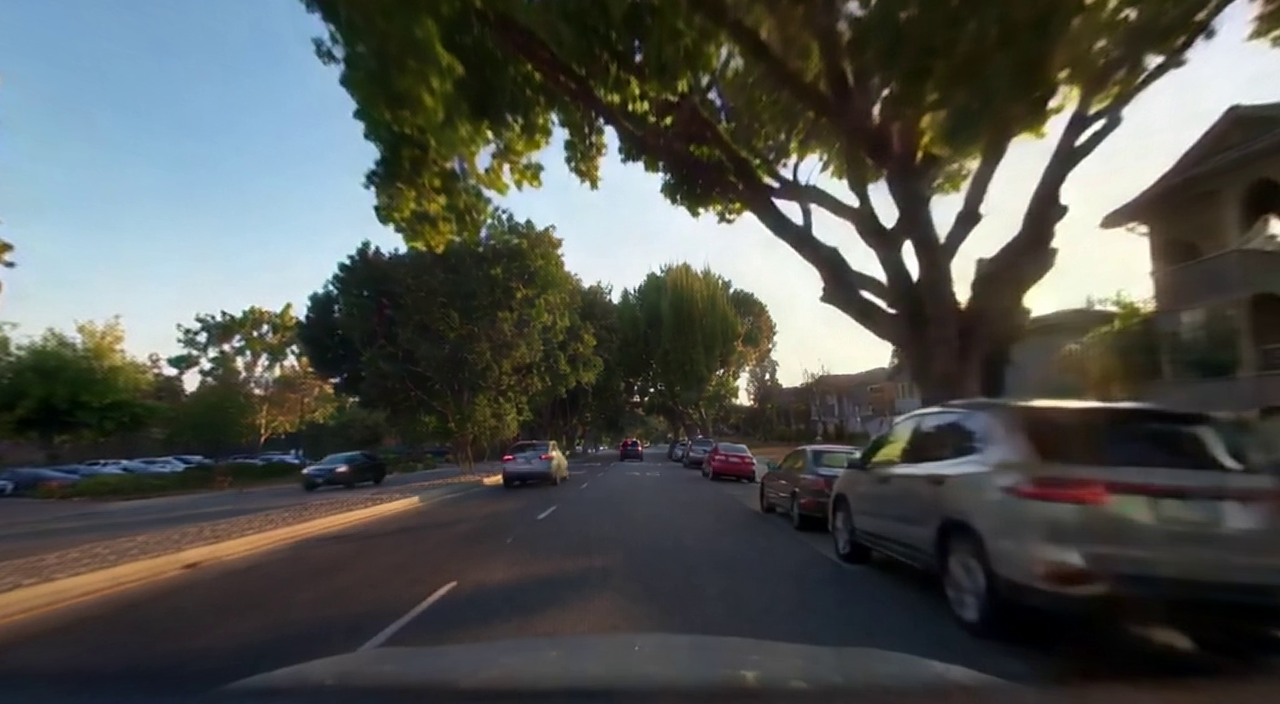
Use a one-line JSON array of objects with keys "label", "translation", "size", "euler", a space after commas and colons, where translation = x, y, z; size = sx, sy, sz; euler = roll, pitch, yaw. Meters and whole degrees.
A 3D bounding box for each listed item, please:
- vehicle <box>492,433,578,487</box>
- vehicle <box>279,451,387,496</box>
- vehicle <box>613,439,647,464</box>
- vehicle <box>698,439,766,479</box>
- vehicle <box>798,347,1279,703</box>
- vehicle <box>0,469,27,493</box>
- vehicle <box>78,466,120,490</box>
[{"label": "vehicle", "translation": [-3.520, 3.725, 22.163], "size": [2.129, 1.668, 4.722], "euler": [0, -8, 1]}, {"label": "vehicle", "translation": [-11.826, 4.674, 24.686], "size": [2.167, 1.497, 4.256], "euler": [0, -8, -2]}, {"label": "vehicle", "translation": [-0.618, 6.559, 41.885], "size": [2.142, 1.548, 4.273], "euler": [0, -8, 0]}, {"label": "vehicle", "translation": [3.641, 4.329, 25.912], "size": [2.019, 1.495, 4.755], "euler": [0, -8, -1]}, {"label": "vehicle", "translation": [3.227, 1.284, 5.896], "size": [2.090, 1.839, 5.495], "euler": [0, -8, 0]}, {"label": "vehicle", "translation": [-47.054, 9.512, 46.658], "size": [1.913, 1.469, 4.399], "euler": [6, -10, -37]}, {"label": "vehicle", "translation": [-39.837, 9.274, 46.637], "size": [2.034, 1.481, 4.931], "euler": [6, -10, -38]}]
